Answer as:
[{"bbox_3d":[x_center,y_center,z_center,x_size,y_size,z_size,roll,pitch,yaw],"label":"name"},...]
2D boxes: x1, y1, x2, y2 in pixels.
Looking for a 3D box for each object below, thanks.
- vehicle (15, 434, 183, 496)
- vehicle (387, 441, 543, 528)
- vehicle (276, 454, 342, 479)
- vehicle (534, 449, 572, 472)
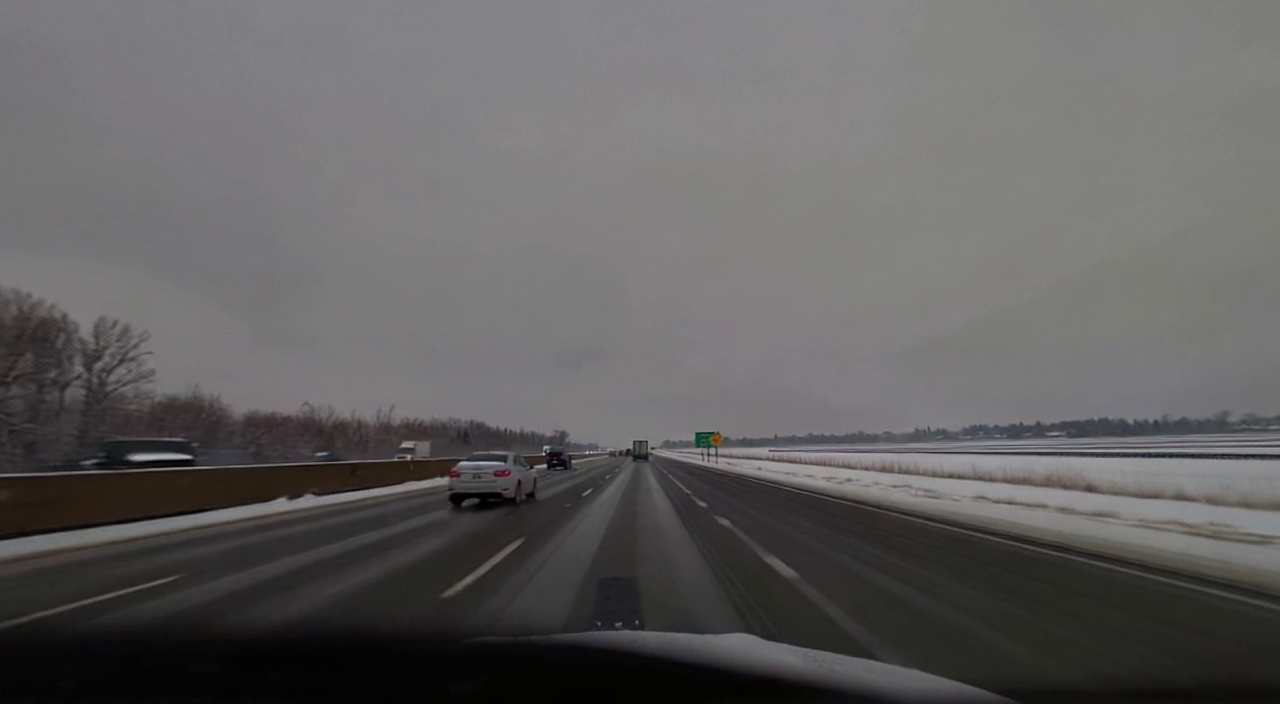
[{"bbox_3d":[-25.959,5.460,30.773,2.492,2.698,6.313,0,-9,0],"label":"vehicle"},{"bbox_3d":[-3.619,2.843,14.082,2.139,1.607,4.378,0,-9,1],"label":"vehicle"},{"bbox_3d":[-21.476,7.411,41.158,1.848,1.529,4.547,0,-9,0],"label":"vehicle"},{"bbox_3d":[-6.750,8.453,49.311,2.234,1.698,4.634,0,-9,1],"label":"vehicle"}]
